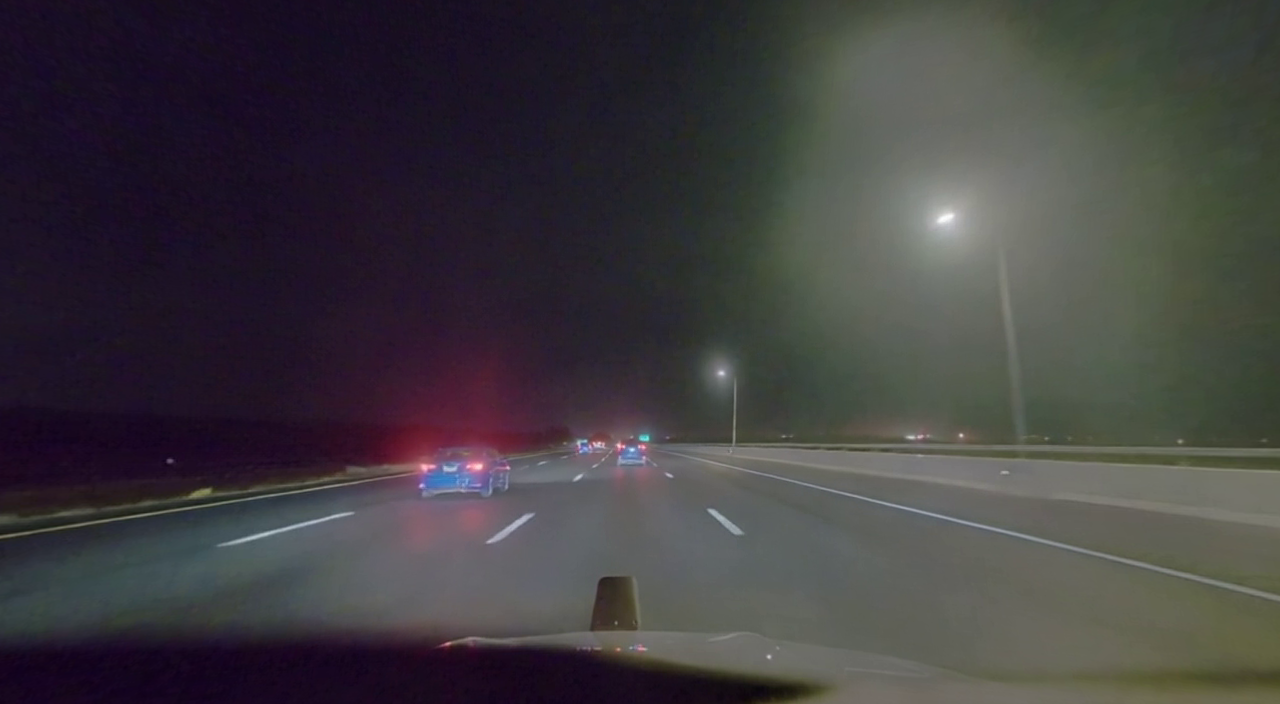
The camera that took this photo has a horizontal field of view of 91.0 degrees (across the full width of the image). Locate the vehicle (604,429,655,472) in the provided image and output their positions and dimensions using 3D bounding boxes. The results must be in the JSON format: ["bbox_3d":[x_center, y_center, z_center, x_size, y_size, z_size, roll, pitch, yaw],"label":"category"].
[{"bbox_3d":[-0.545,4.892,31.572,2.382,1.973,4.439,0,-8,-2],"label":"vehicle"}]

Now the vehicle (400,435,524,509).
[{"bbox_3d":[-4.169,2.839,15.408,1.945,1.550,3.780,0,-8,0],"label":"vehicle"}]
